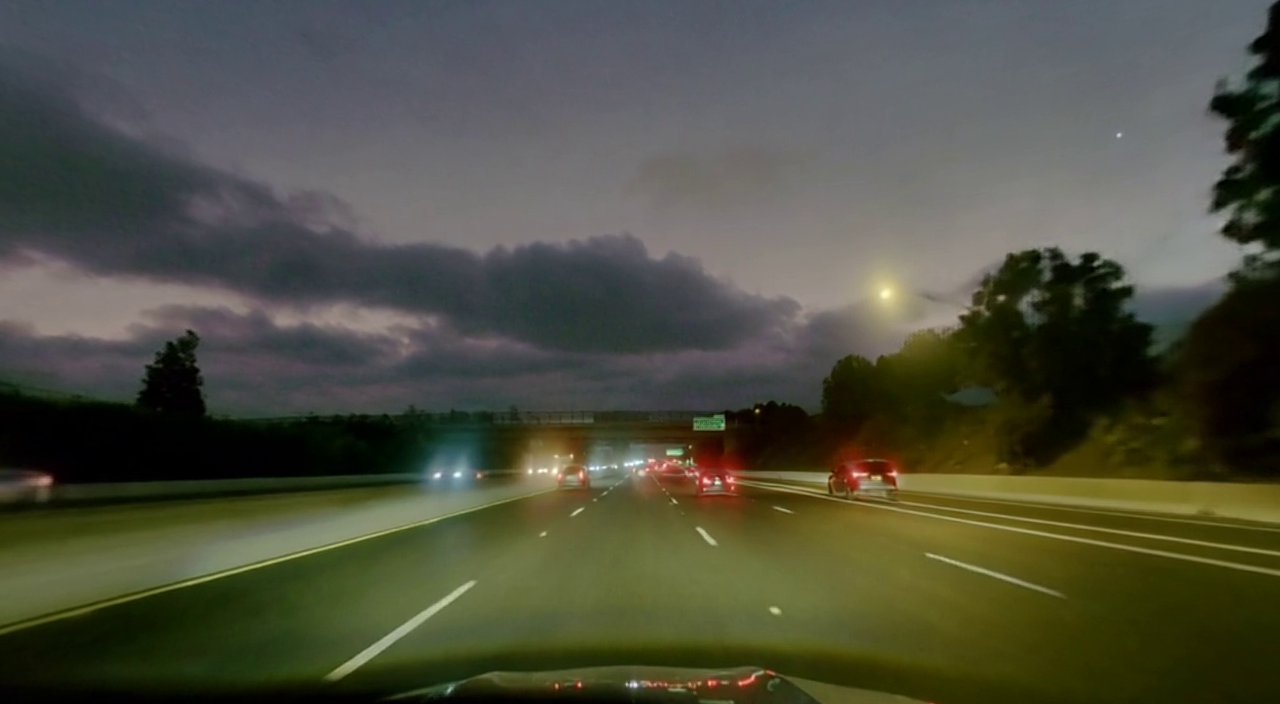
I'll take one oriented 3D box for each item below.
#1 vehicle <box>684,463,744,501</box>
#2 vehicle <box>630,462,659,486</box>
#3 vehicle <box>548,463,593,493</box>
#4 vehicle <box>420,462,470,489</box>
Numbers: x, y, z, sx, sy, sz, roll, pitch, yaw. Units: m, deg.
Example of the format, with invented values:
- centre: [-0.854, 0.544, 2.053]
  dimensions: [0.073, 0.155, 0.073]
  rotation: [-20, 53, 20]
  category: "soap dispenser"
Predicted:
- centre: [3.259, 5.869, 28.591]
  dimensions: [2.092, 1.518, 4.348]
  rotation: [1, -10, -1]
  category: "vehicle"
- centre: [0.331, 9.436, 48.795]
  dimensions: [2.181, 1.698, 4.056]
  rotation: [1, -10, 0]
  category: "vehicle"
- centre: [-3.790, 6.940, 34.803]
  dimensions: [1.975, 1.486, 3.903]
  rotation: [1, -10, 0]
  category: "vehicle"
- centre: [-13.413, 8.525, 43.527]
  dimensions: [1.934, 1.661, 4.526]
  rotation: [1, -10, 1]
  category: "vehicle"
